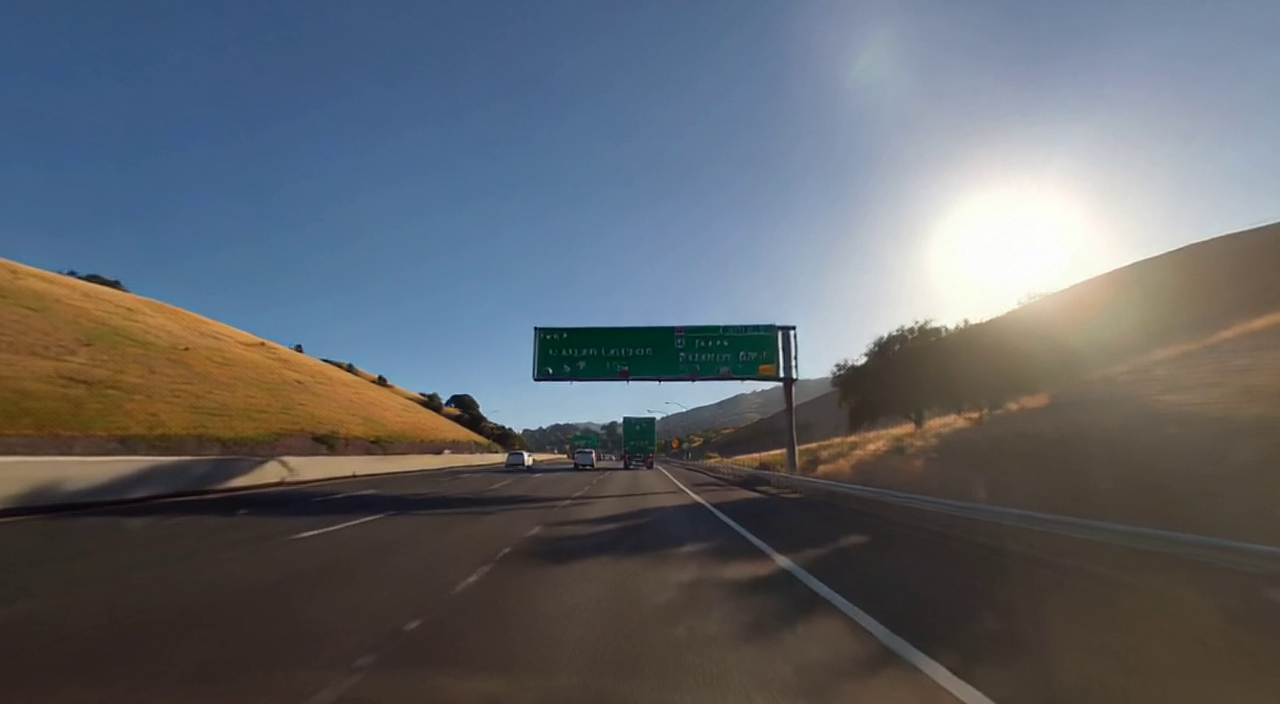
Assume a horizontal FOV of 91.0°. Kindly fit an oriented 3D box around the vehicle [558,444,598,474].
[{"bbox_3d":[-3.873,6.727,39.887,2.053,1.746,4.508,0,-9,0],"label":"vehicle"}]
